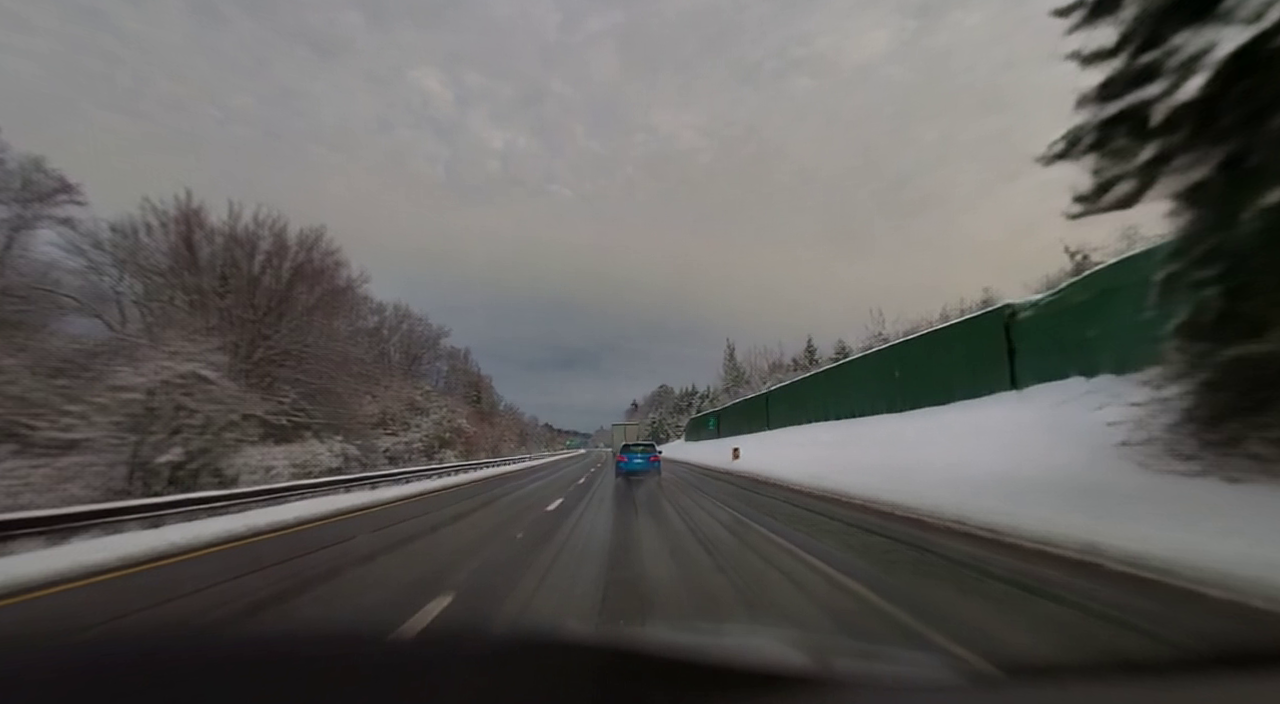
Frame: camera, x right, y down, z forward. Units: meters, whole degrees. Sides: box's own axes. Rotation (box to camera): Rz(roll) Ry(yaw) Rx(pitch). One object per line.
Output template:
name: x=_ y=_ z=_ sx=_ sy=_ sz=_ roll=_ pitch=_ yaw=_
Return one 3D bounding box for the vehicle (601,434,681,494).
vehicle: x=-0.046 y=3.192 z=18.345 sx=2.057 sy=1.516 sz=4.065 roll=1 pitch=-8 yaw=-2
